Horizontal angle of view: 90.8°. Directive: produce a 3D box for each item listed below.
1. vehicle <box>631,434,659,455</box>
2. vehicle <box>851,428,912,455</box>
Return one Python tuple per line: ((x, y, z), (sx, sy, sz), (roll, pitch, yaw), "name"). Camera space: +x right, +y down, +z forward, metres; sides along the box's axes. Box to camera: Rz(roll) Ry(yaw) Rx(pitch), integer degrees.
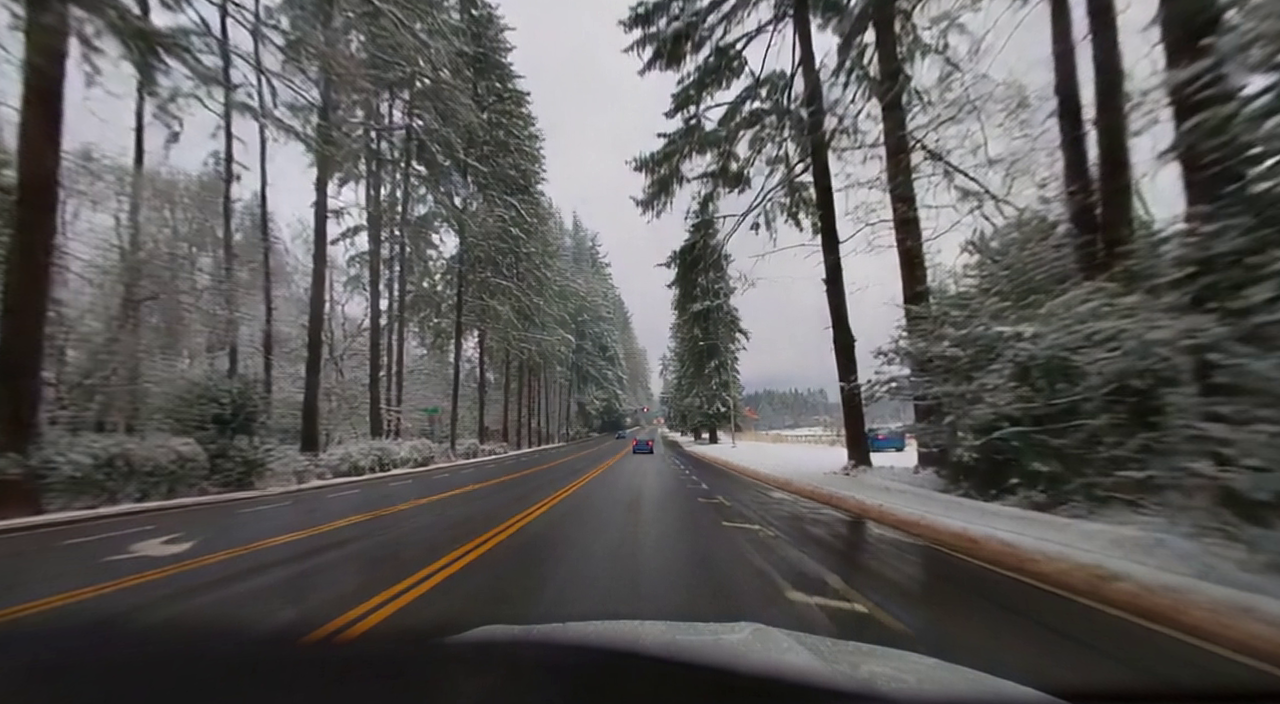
((0.420, 7.018, 47.759), (2.067, 1.486, 3.861), (0, -9, 1), "vehicle")
((13.938, 5.188, 36.736), (1.762, 1.479, 4.546), (0, -8, 1), "vehicle")
